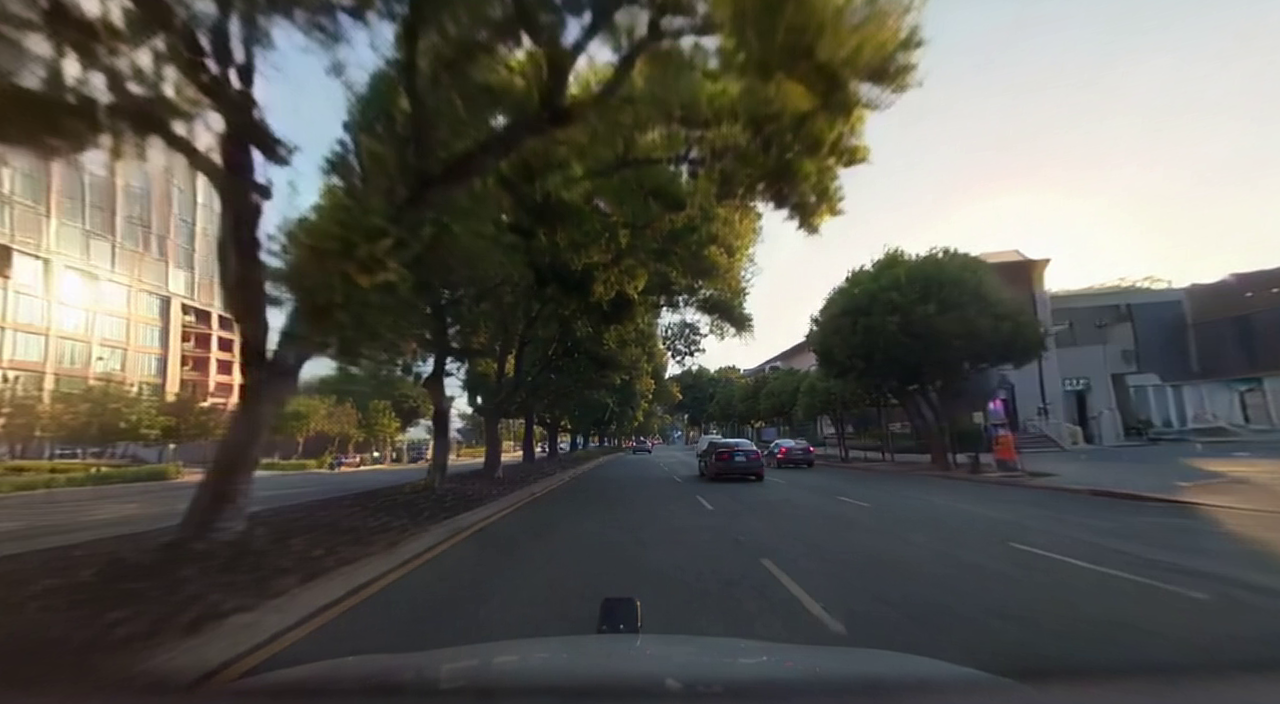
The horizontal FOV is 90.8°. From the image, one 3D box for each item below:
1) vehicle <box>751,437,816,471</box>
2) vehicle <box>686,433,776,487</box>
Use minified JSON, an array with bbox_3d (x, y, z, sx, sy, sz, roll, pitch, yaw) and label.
[{"bbox_3d":[6.315,4.535,28.269,1.912,1.411,4.380,0,-8,0],"label":"vehicle"},{"bbox_3d":[2.723,3.363,20.040,2.131,1.491,4.496,0,-8,-1],"label":"vehicle"}]
